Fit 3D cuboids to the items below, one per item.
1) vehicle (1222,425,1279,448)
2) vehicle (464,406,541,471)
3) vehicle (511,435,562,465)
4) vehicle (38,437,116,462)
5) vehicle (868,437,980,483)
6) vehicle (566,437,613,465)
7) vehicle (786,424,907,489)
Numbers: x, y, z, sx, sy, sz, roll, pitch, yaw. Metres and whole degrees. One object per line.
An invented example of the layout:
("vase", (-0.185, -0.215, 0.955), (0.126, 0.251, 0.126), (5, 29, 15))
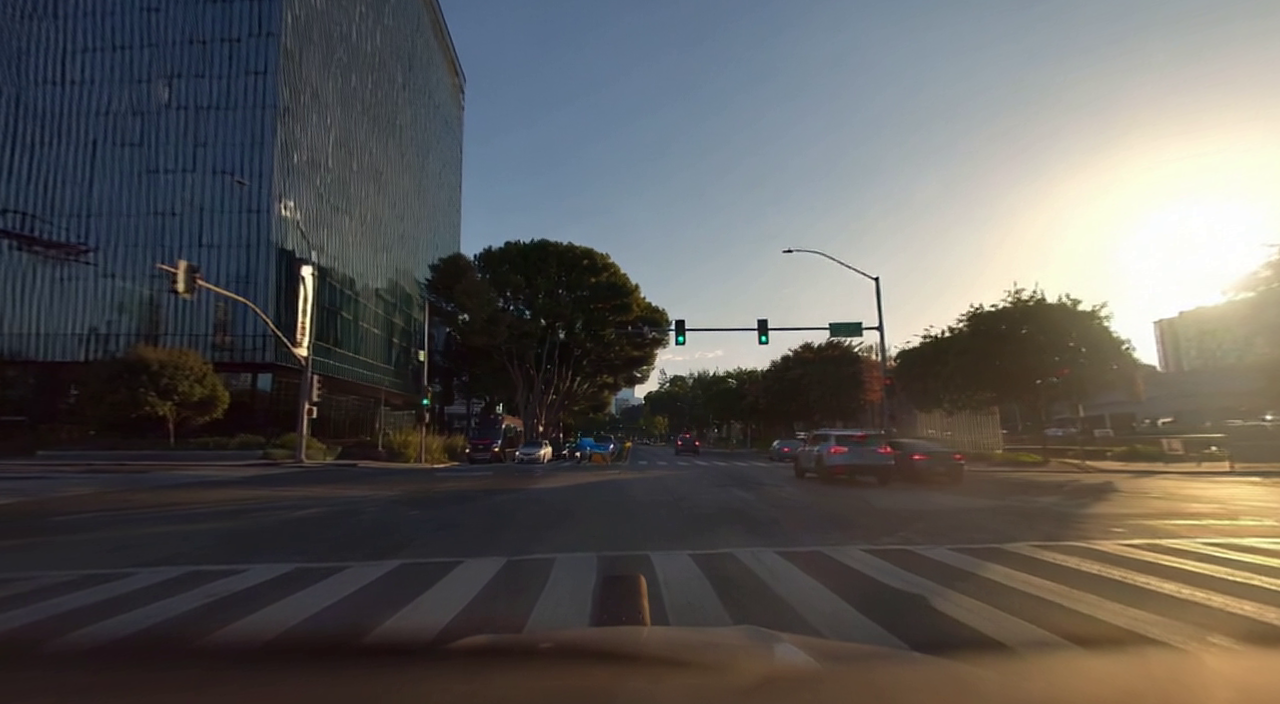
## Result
("vehicle", (45.657, 6.163, 45.701), (4.438, 1.644, 1.873), (0, -8, 3))
("vehicle", (-9.173, 5.728, 43.019), (3.191, 3.314, 7.914), (-6, -2, 0))
("vehicle", (-6.051, 5.794, 37.295), (2.182, 1.677, 4.384), (0, -9, 1))
("vehicle", (-35.501, 6.160, 39.682), (1.628, 1.448, 3.621), (1, -9, -2))
("vehicle", (9.959, 3.822, 22.433), (1.896, 1.463, 4.296), (0, -9, -1))
("vehicle", (-2.758, 5.592, 35.569), (2.147, 1.481, 4.331), (0, -9, 2))
("vehicle", (6.133, 3.178, 19.368), (2.098, 1.723, 4.881), (0, -9, 0))
